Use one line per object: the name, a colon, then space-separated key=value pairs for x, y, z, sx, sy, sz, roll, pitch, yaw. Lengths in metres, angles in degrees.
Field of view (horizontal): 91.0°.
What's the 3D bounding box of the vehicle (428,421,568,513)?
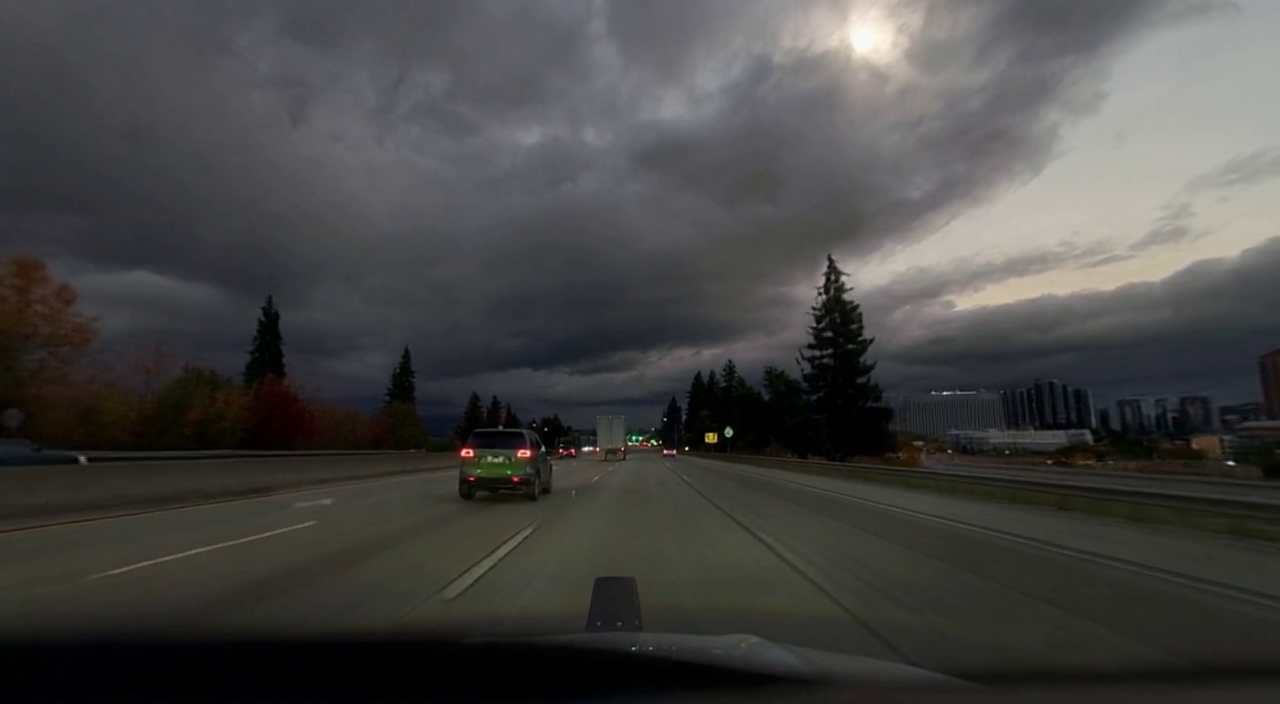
vehicle: x=-3.009 y=2.558 z=14.419 sx=2.111 sy=1.742 sz=4.315 roll=1 pitch=-9 yaw=1
